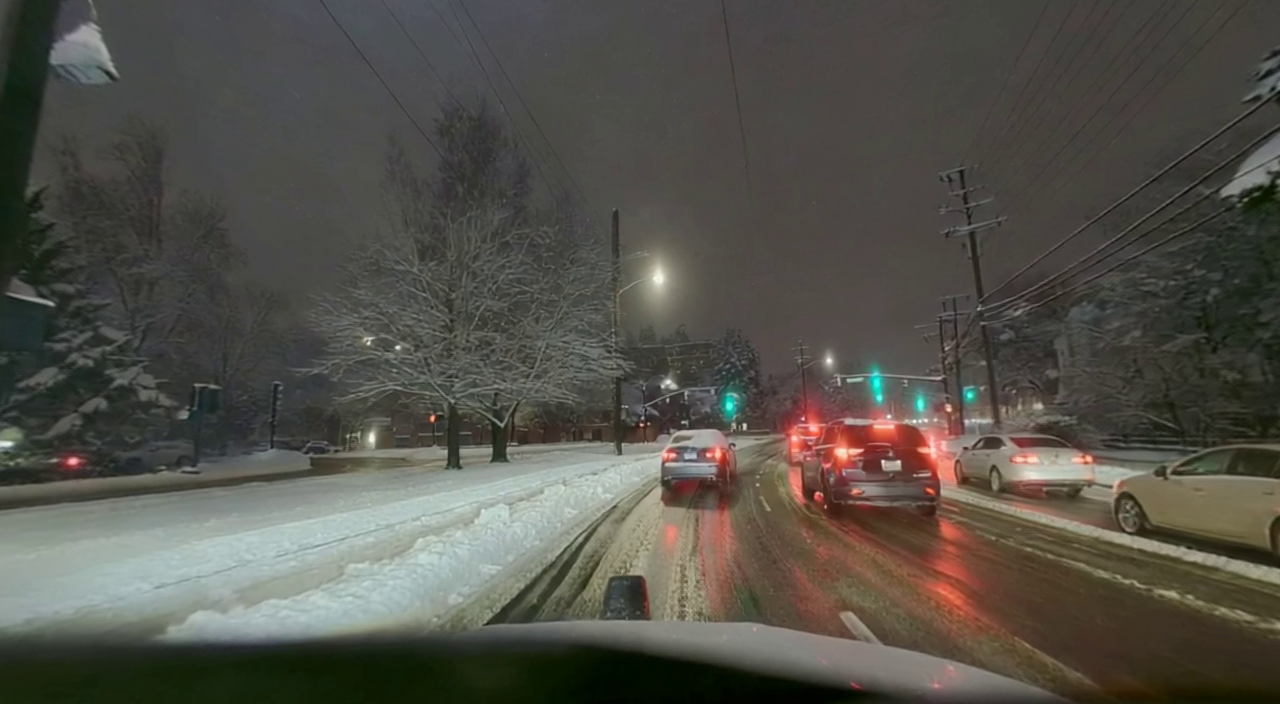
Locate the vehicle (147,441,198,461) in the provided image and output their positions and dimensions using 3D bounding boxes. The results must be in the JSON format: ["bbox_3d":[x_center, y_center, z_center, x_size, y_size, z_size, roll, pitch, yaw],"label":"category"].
[{"bbox_3d":[-36.865,7.770,49.620,4.848,1.498,2.009,-7,-11,39],"label":"vehicle"}]

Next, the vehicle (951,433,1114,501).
[{"bbox_3d":[9.742,2.863,16.137,1.882,1.463,4.543,-1,-9,10],"label":"vehicle"}]

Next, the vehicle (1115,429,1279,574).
[{"bbox_3d":[7.521,1.553,6.555,1.866,1.471,4.478,0,-8,4],"label":"vehicle"}]

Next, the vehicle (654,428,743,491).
[{"bbox_3d":[1.765,2.961,17.680,2.168,1.527,4.174,-1,-8,9],"label":"vehicle"}]

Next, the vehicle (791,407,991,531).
[{"bbox_3d":[4.293,2.085,11.815,2.119,1.810,4.848,-1,-8,5],"label":"vehicle"}]
